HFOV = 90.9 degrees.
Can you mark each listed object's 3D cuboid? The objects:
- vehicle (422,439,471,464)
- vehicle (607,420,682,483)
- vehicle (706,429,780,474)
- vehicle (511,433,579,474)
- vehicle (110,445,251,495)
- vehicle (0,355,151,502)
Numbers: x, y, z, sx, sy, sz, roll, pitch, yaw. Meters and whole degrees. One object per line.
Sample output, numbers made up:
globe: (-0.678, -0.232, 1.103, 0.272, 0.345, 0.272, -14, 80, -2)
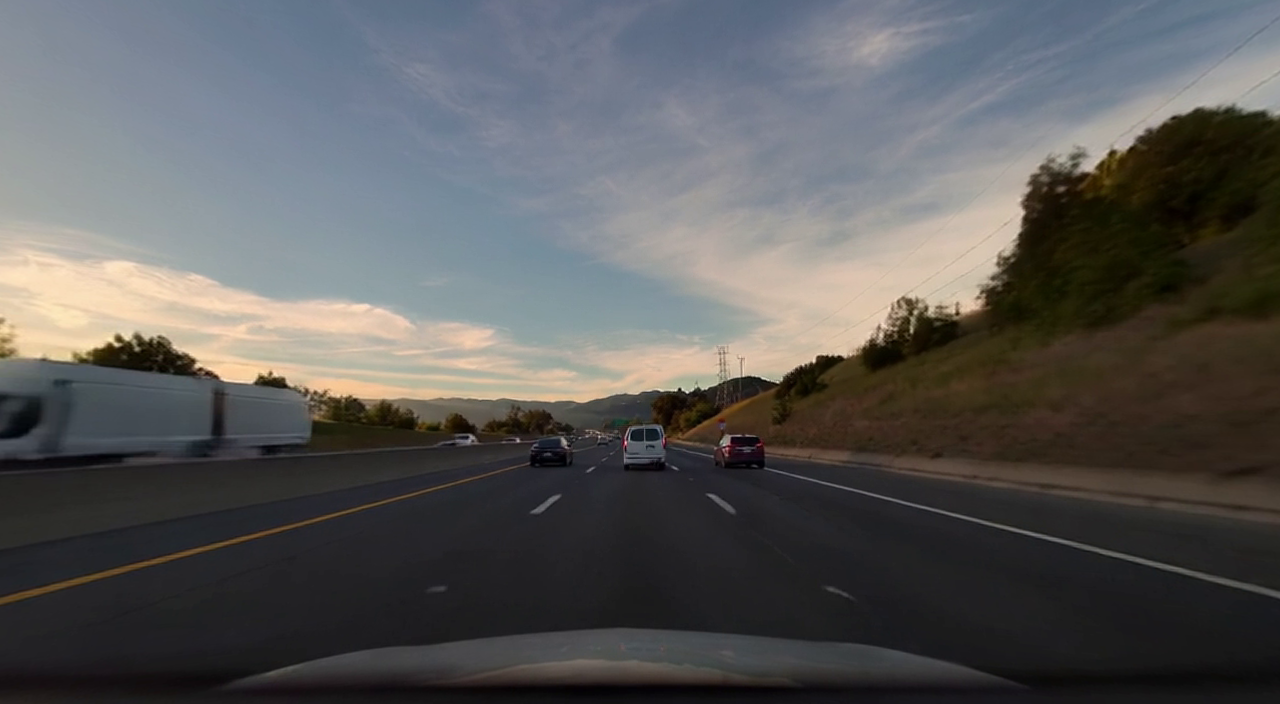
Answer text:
vehicle: (-12.131, 6.250, 39.762, 1.804, 1.434, 4.358, 0, -8, -1)
vehicle: (0.087, 3.156, 20.325, 2.159, 1.811, 4.238, 0, -8, -1)
vehicle: (3.867, 3.814, 24.453, 1.923, 1.562, 4.691, 0, -8, -2)
vehicle: (-3.756, 4.071, 25.713, 2.093, 1.517, 4.648, 0, -8, 0)
vehicle: (-14.669, 3.734, 20.414, 1.764, 1.401, 3.784, 0, -8, -1)
vehicle: (-19.116, 2.396, 19.443, 3.109, 3.990, 5.971, 0, -8, -1)
